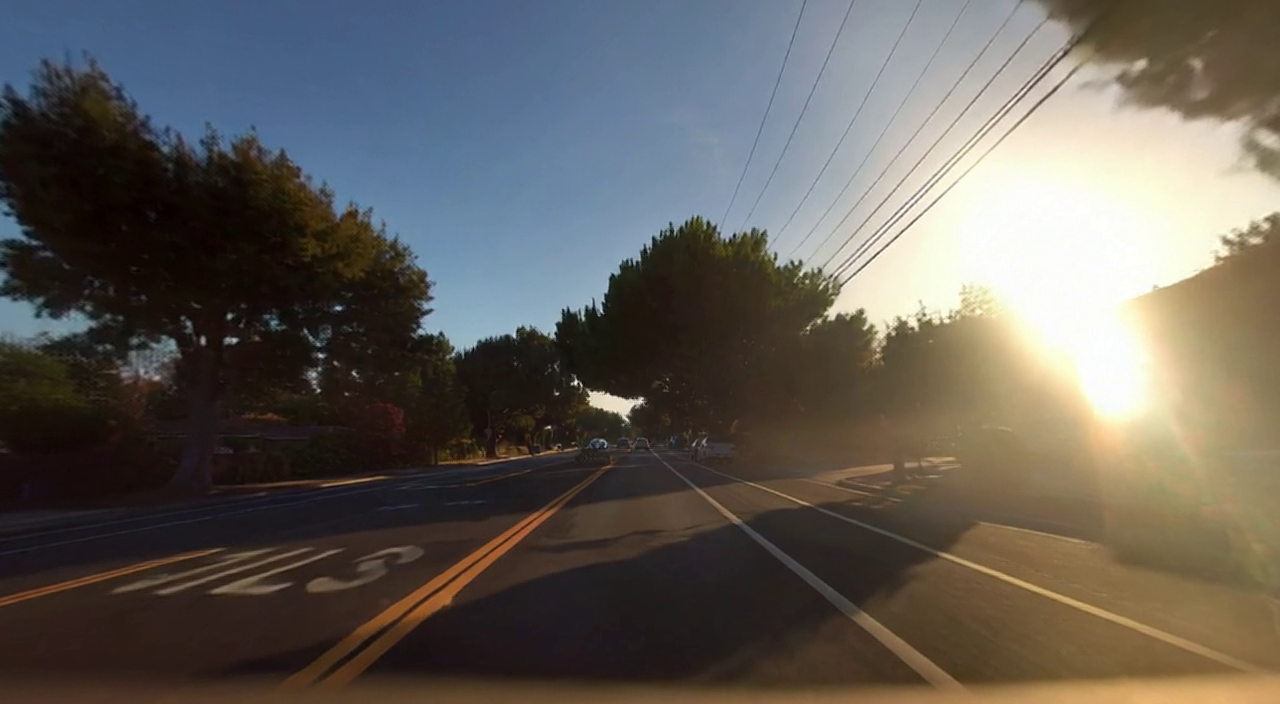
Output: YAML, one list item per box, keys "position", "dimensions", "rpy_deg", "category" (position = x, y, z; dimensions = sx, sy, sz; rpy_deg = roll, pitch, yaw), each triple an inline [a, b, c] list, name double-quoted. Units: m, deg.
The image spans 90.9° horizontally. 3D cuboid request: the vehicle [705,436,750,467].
- position: [5.380, 6.191, 39.397]
  dimensions: [2.160, 1.800, 4.646]
  rpy_deg: [0, -9, 0]
  category: "vehicle"
